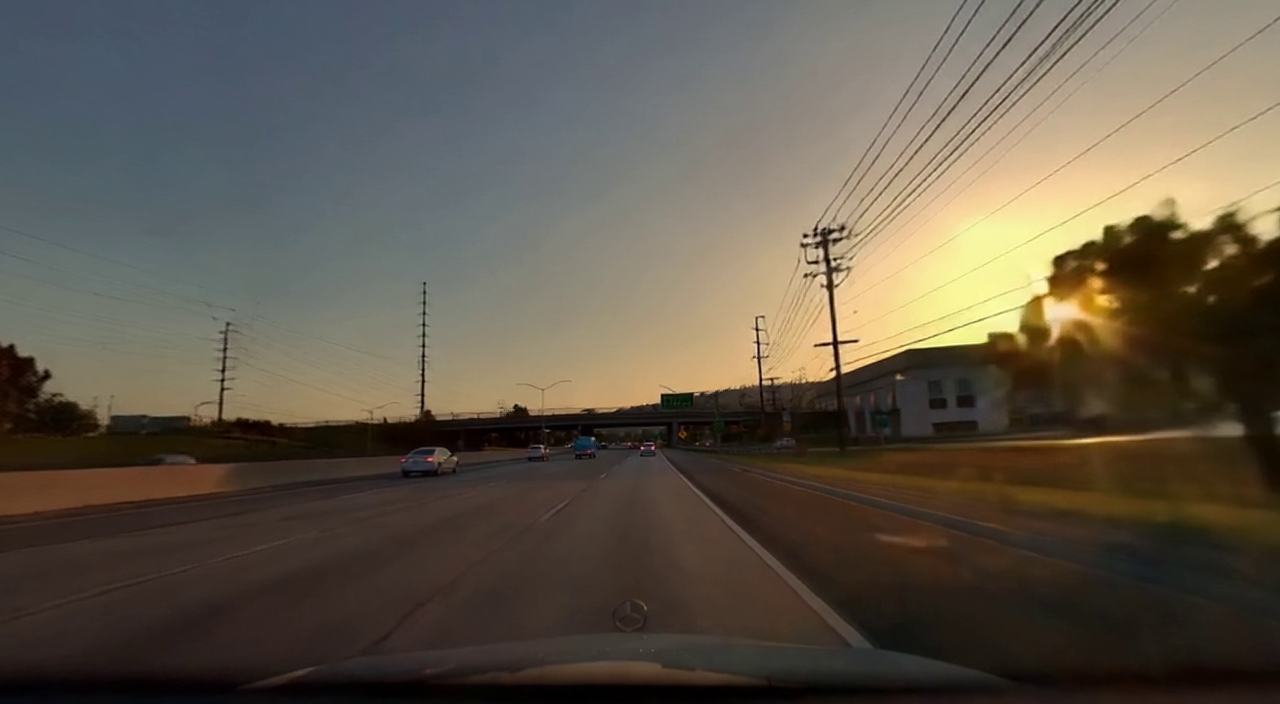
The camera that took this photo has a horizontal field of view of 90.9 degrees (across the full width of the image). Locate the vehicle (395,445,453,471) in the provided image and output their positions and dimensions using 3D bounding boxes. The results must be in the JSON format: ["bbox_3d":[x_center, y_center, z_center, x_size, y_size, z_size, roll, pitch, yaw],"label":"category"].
[{"bbox_3d":[-13.683,6.719,40.231,1.988,1.477,4.442,0,-8,1],"label":"vehicle"}]
